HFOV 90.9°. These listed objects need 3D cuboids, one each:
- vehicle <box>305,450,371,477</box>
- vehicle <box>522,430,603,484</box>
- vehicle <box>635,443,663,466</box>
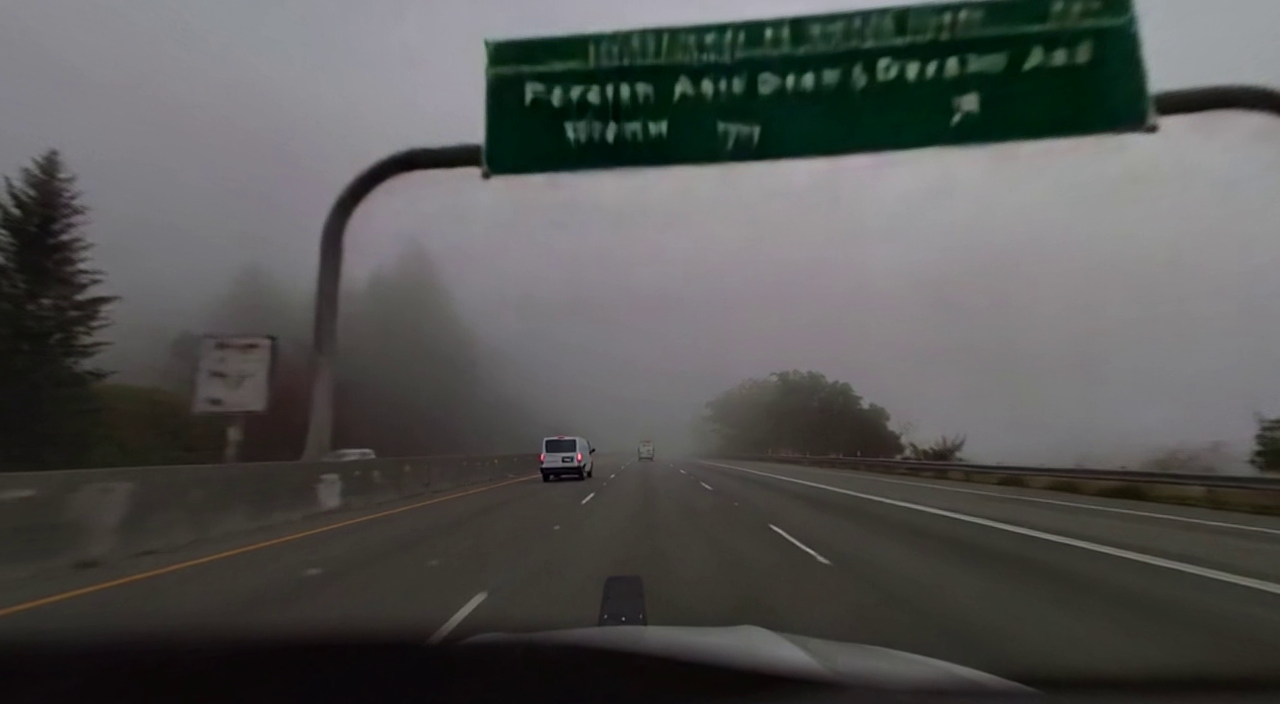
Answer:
[{"bbox_3d":[-18.488,6.808,38.780,2.010,1.535,3.964,0,-9,1],"label":"vehicle"},{"bbox_3d":[-3.015,4.306,26.000,2.572,1.927,5.803,0,-9,0],"label":"vehicle"},{"bbox_3d":[0.656,8.044,49.501,2.067,1.690,3.901,0,-9,-1],"label":"vehicle"}]
